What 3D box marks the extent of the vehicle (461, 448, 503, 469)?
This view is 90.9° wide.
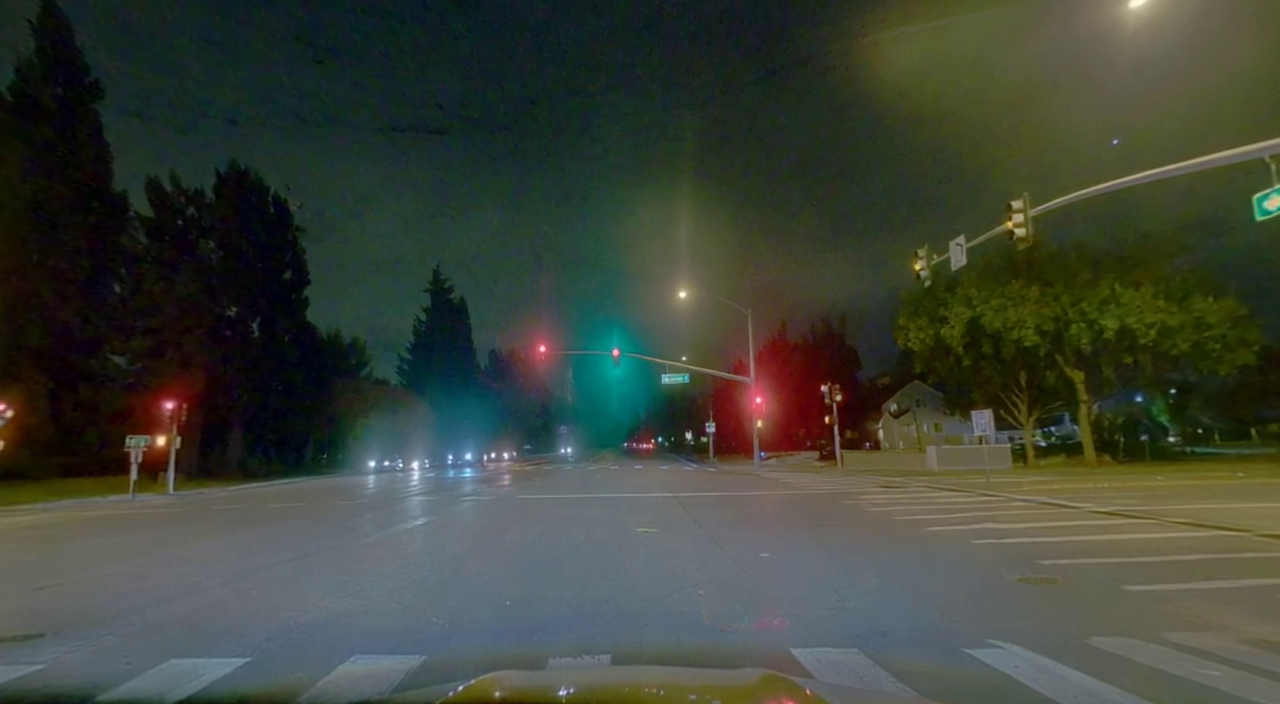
[{"bbox_3d":[-11.846,8.011,47.549,1.980,1.452,4.318,0,-8,2],"label":"vehicle"}]

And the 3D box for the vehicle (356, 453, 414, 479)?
[{"bbox_3d":[-16.108,7.204,40.065,1.830,1.440,4.351,0,-8,1],"label":"vehicle"}]

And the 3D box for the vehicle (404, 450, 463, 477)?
[{"bbox_3d":[-12.497,6.741,38.416,2.028,1.455,4.421,0,-8,1],"label":"vehicle"}]
